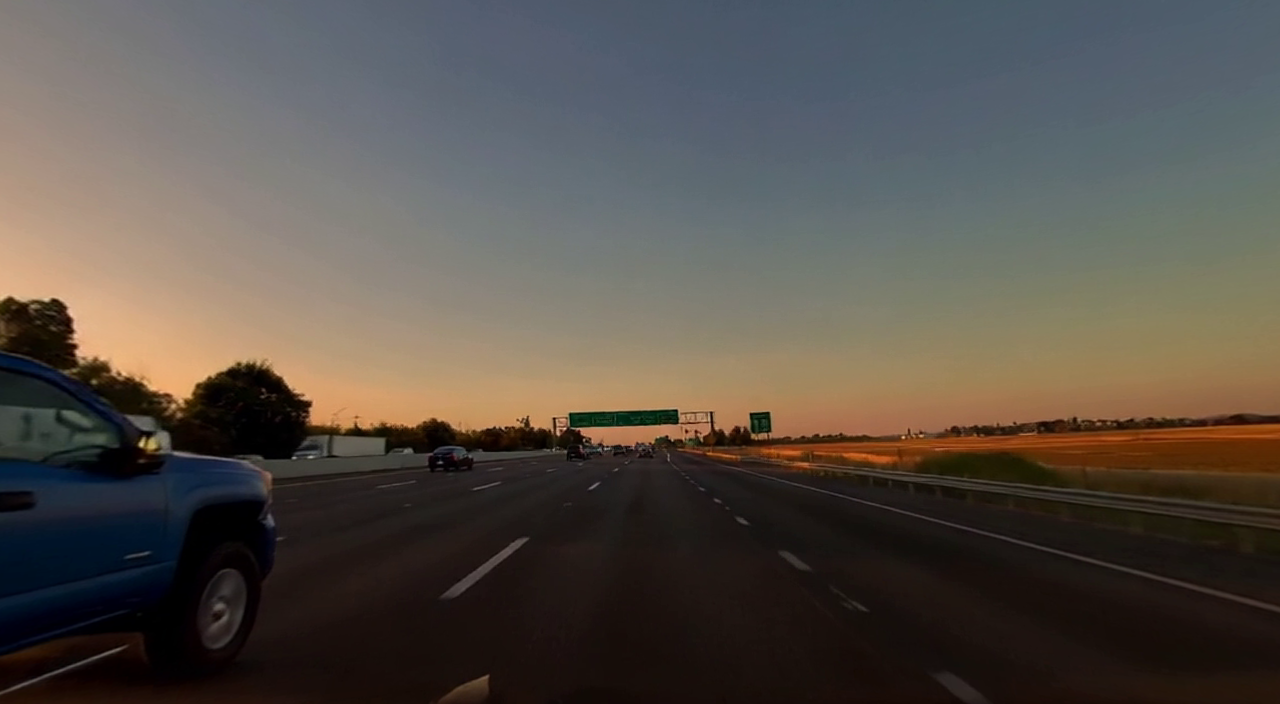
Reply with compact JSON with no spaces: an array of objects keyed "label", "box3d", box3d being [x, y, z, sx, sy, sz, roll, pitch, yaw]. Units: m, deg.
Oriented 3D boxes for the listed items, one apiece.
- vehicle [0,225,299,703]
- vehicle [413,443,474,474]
[{"label":"vehicle","box3d":[-3.669,0.421,1.183,2.601,2.084,6.068,0,-8,1]},{"label":"vehicle","box3d":[-10.858,5.888,35.157,1.957,1.565,4.311,0,-8,1]}]
